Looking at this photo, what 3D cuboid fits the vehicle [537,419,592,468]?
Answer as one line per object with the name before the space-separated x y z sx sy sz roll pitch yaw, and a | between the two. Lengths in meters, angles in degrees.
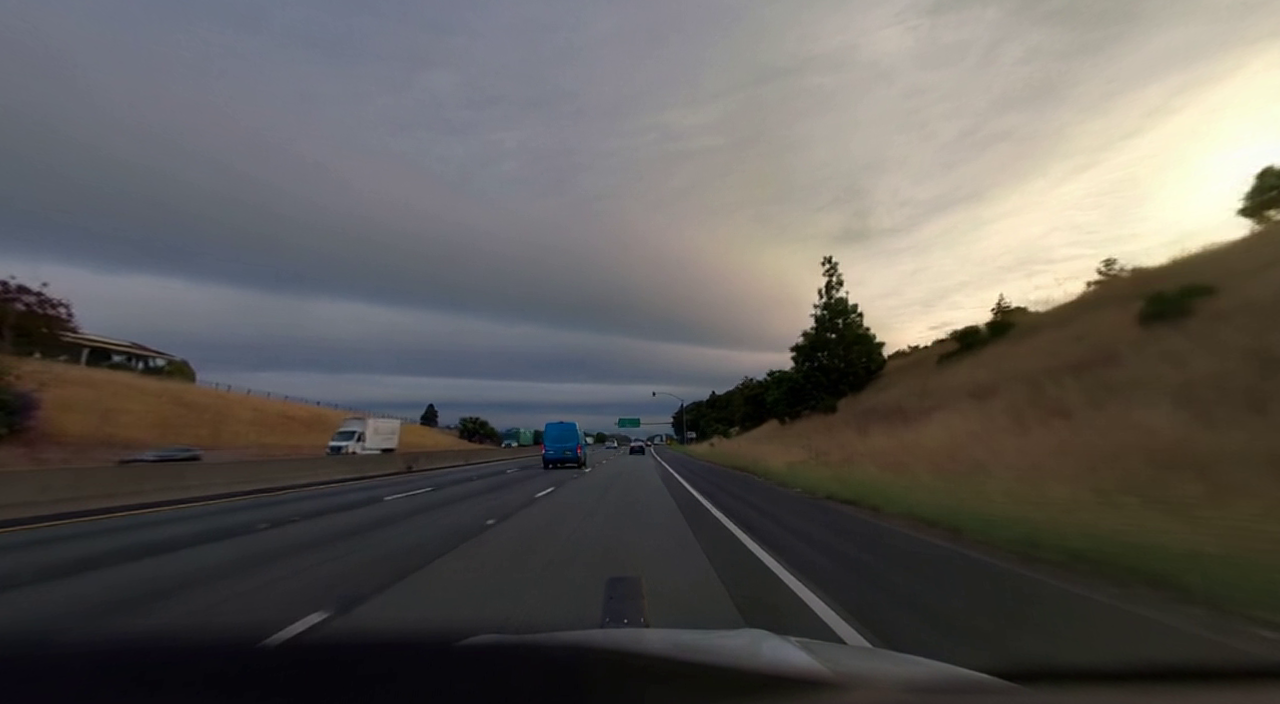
vehicle | -4.011 5.002 34.434 2.329 2.483 5.428 0 -8 0
